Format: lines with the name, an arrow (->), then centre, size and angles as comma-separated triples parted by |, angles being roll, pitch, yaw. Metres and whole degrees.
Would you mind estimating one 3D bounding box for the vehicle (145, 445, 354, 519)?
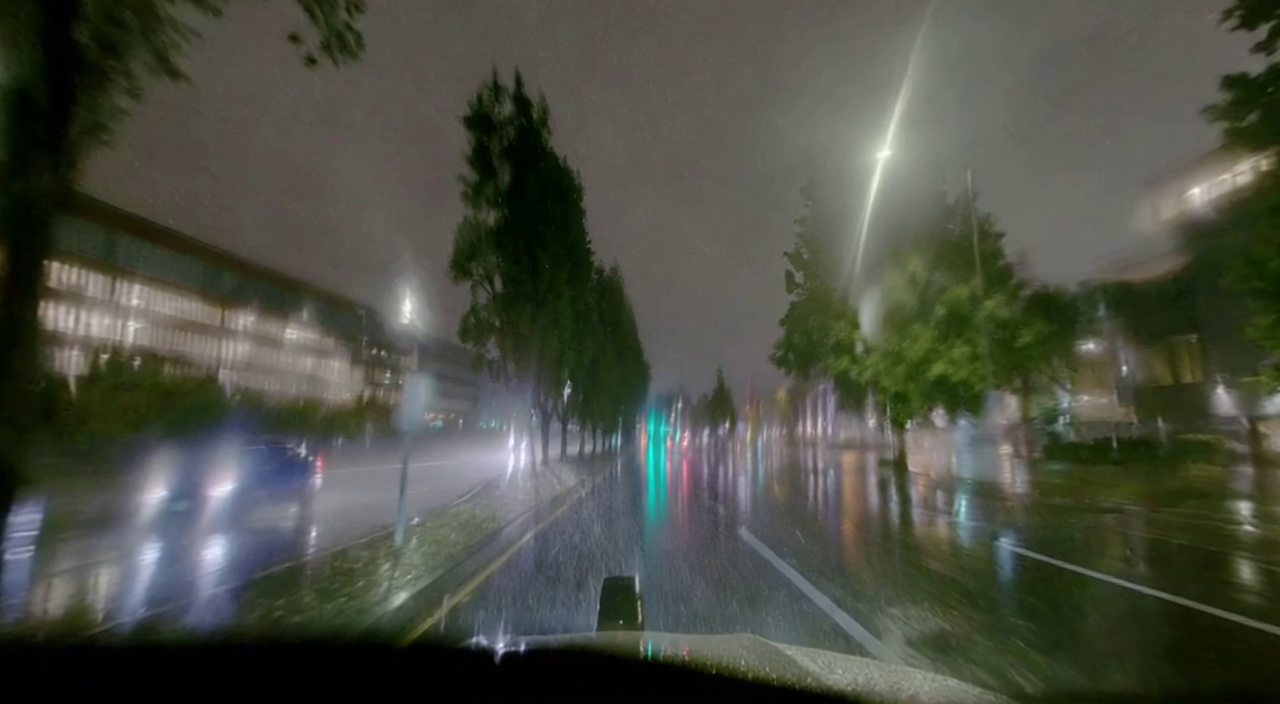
vehicle -> -8.772, 2.919, 14.816 | 1.882, 1.437, 4.672 | 0, -8, 0
